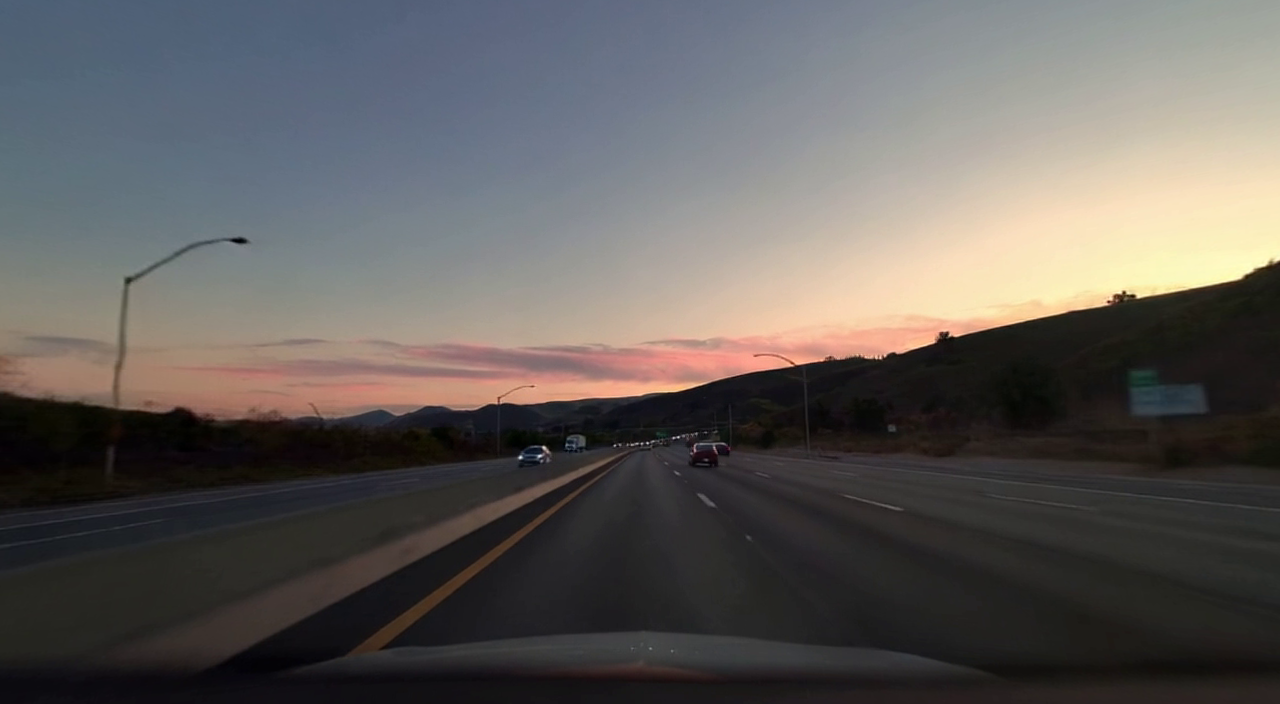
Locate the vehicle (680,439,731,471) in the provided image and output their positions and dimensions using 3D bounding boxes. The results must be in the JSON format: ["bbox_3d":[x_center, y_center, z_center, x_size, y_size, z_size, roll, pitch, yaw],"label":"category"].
[{"bbox_3d":[3.141,5.062,31.113,2.044,1.444,4.216,0,-8,-1],"label":"vehicle"}]

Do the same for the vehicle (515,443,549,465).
[{"bbox_3d":[-8.375,7.974,49.292,1.912,1.612,4.140,0,-8,1],"label":"vehicle"}]
